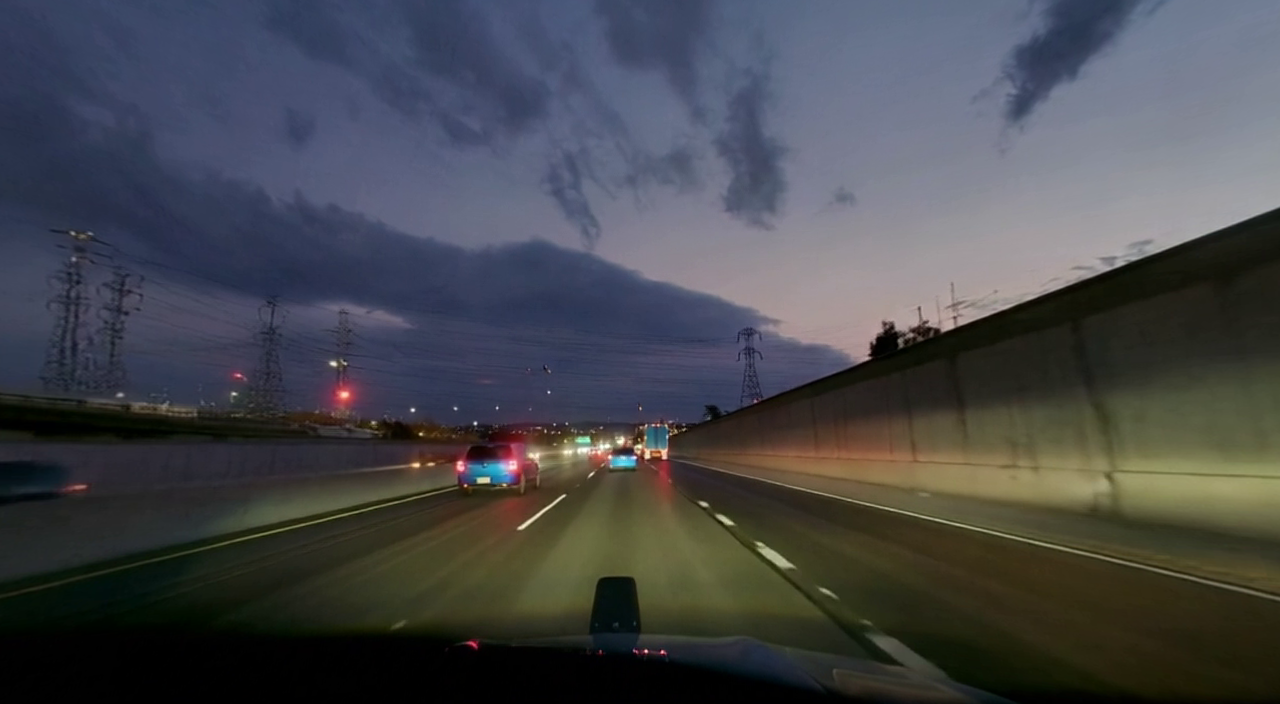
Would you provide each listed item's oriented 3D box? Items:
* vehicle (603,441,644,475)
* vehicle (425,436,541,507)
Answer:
[{"bbox_3d":[-0.835,5.479,32.544,2.004,1.615,4.113,0,-9,-1],"label":"vehicle"},{"bbox_3d":[-3.835,2.997,16.099,1.987,1.548,3.981,0,-9,-1],"label":"vehicle"}]
